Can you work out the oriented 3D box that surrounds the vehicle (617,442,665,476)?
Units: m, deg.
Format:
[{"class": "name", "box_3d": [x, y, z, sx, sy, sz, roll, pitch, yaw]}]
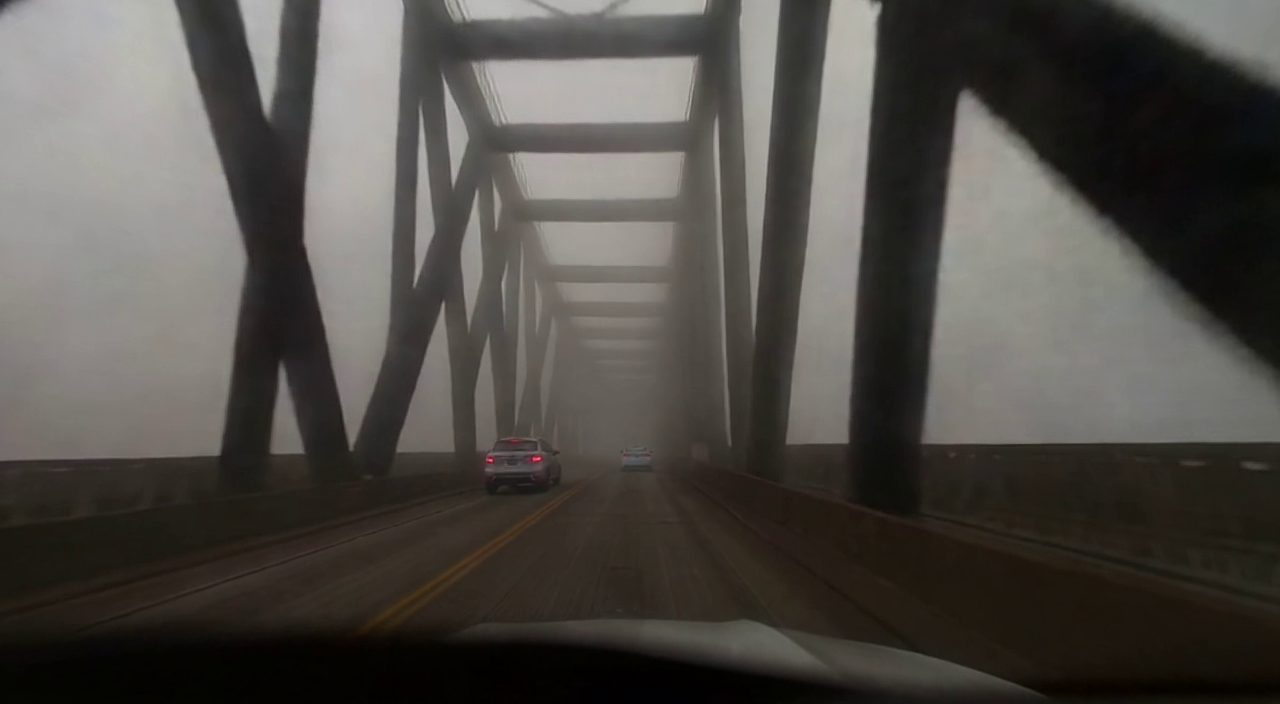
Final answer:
[{"class": "vehicle", "box_3d": [0.008, 4.881, 29.082, 2.048, 1.450, 3.973, 0, -8, -1]}]

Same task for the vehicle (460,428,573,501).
[{"class": "vehicle", "box_3d": [-3.317, 3.153, 18.129, 2.190, 1.807, 4.741, 0, -8, 1]}]
